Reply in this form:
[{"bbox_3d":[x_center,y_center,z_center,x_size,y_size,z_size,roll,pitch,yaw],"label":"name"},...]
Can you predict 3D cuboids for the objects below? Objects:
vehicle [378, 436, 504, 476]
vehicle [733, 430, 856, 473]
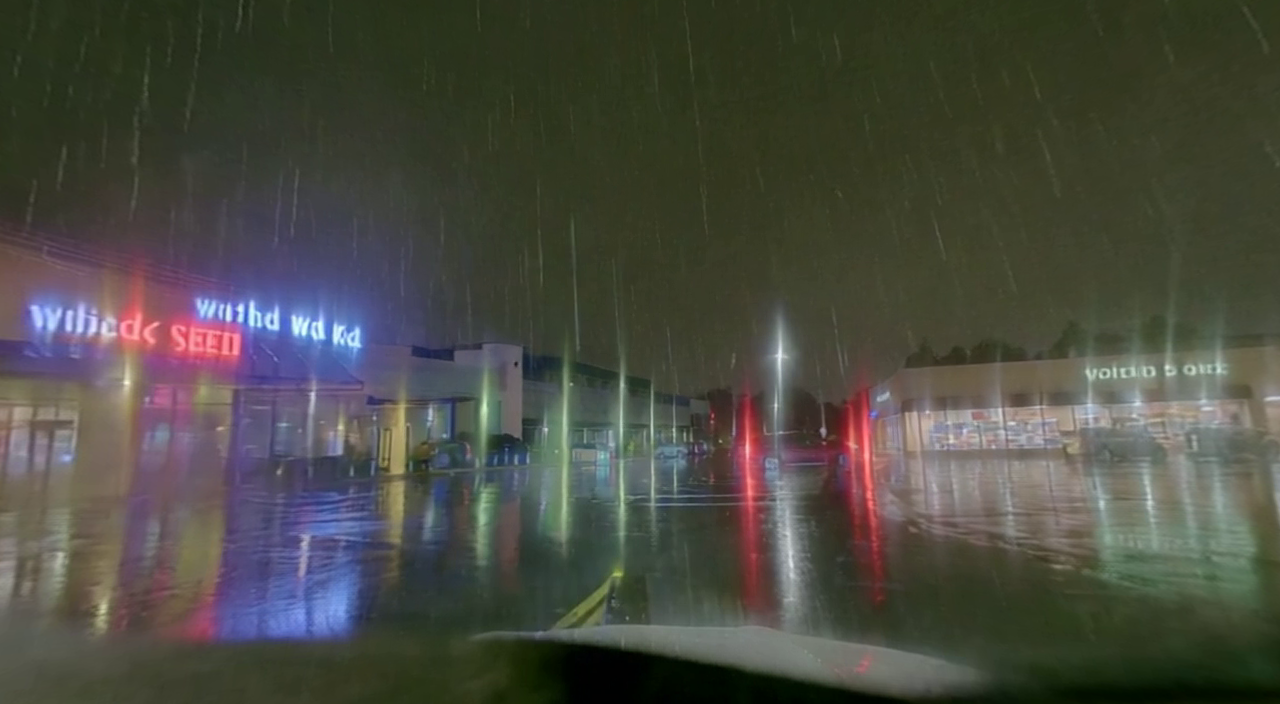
[{"bbox_3d":[-8.524,4.451,27.163,4.814,1.618,1.869,-2,-9,10],"label":"vehicle"},{"bbox_3d":[6.527,4.183,26.613,4.706,1.663,1.993,-4,-9,24],"label":"vehicle"}]
